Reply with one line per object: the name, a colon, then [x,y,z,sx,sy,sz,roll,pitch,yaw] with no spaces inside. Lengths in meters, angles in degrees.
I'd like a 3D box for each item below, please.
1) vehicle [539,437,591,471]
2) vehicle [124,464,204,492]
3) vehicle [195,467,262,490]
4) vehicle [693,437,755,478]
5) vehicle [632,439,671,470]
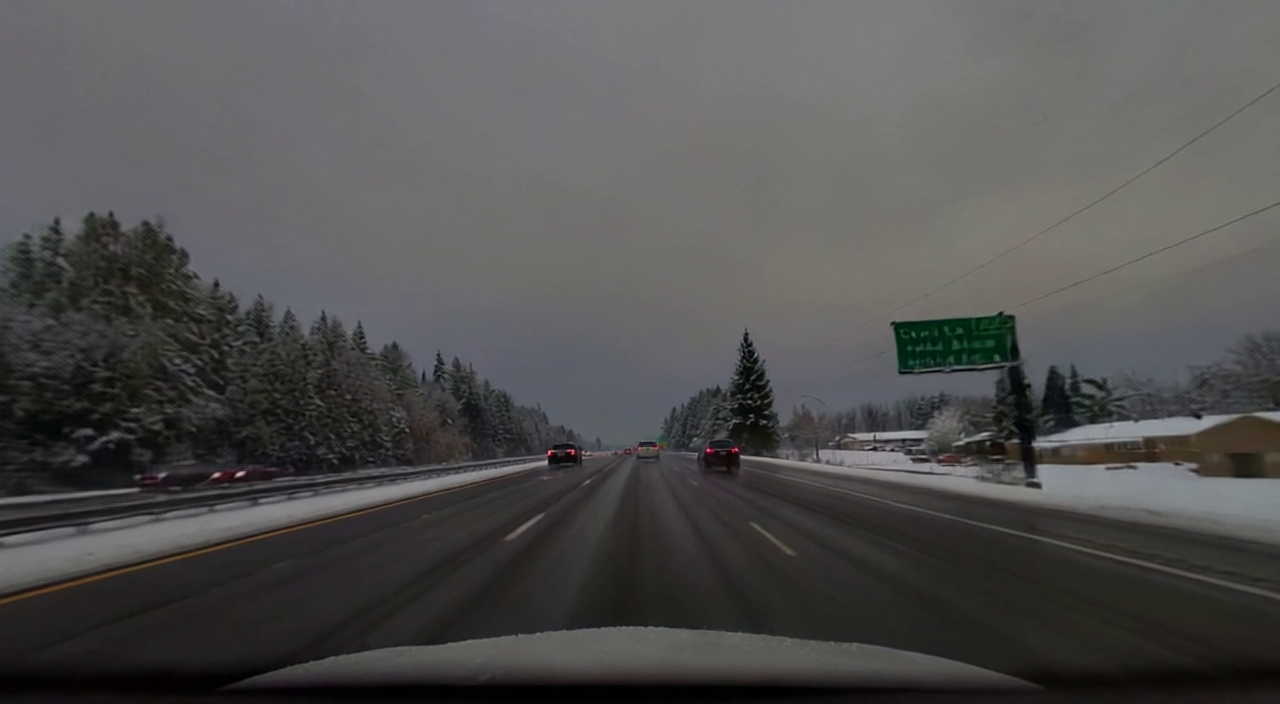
vehicle: [-4.078,5.669,35.197,2.217,1.773,4.553,0,-8,1]
vehicle: [-35.960,9.483,47.850,2.088,1.840,4.956,0,-8,1]
vehicle: [-31.532,9.660,48.456,1.850,1.517,4.820,0,-8,0]
vehicle: [3.414,4.344,26.247,1.996,1.579,3.841,0,-8,-1]
vehicle: [0.593,5.625,34.834,2.049,1.620,4.153,0,-8,0]
